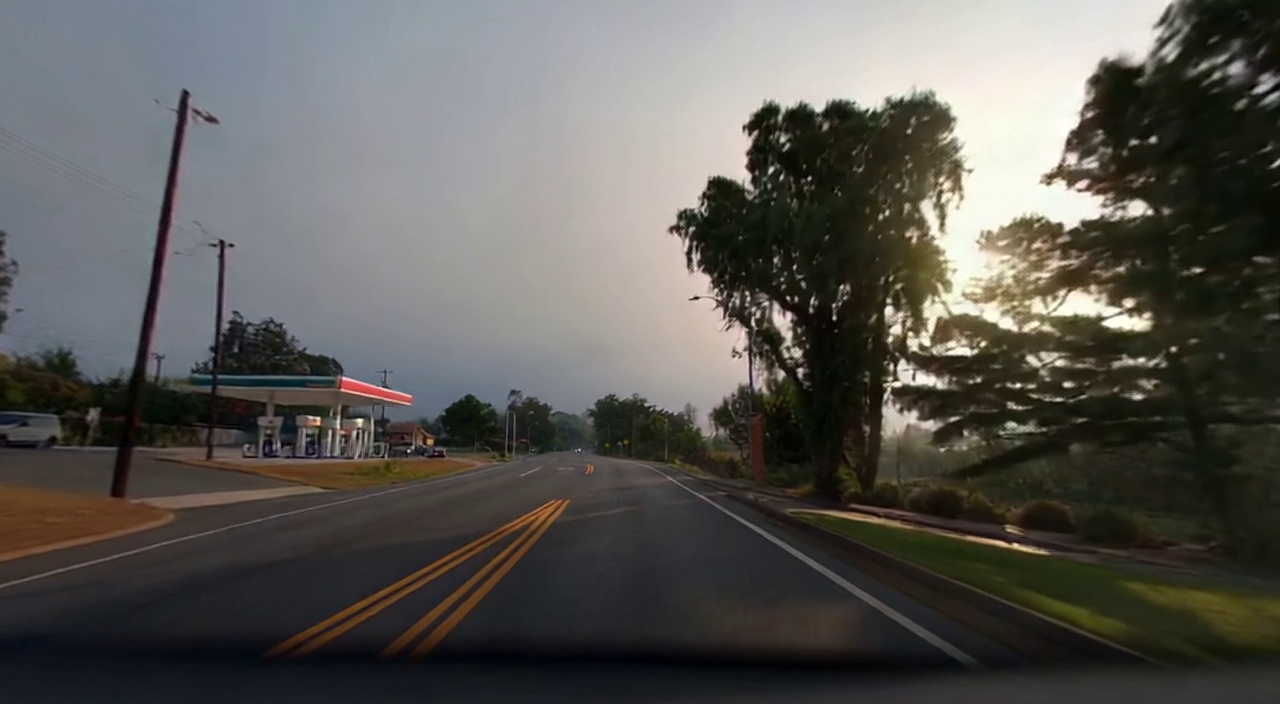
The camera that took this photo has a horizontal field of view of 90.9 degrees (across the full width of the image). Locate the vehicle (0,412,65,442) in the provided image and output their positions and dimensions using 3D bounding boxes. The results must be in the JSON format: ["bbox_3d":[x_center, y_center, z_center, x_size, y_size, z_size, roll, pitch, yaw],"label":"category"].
[{"bbox_3d":[-34.052,4.090,34.109,4.399,1.566,1.882,-2,-9,10],"label":"vehicle"}]
